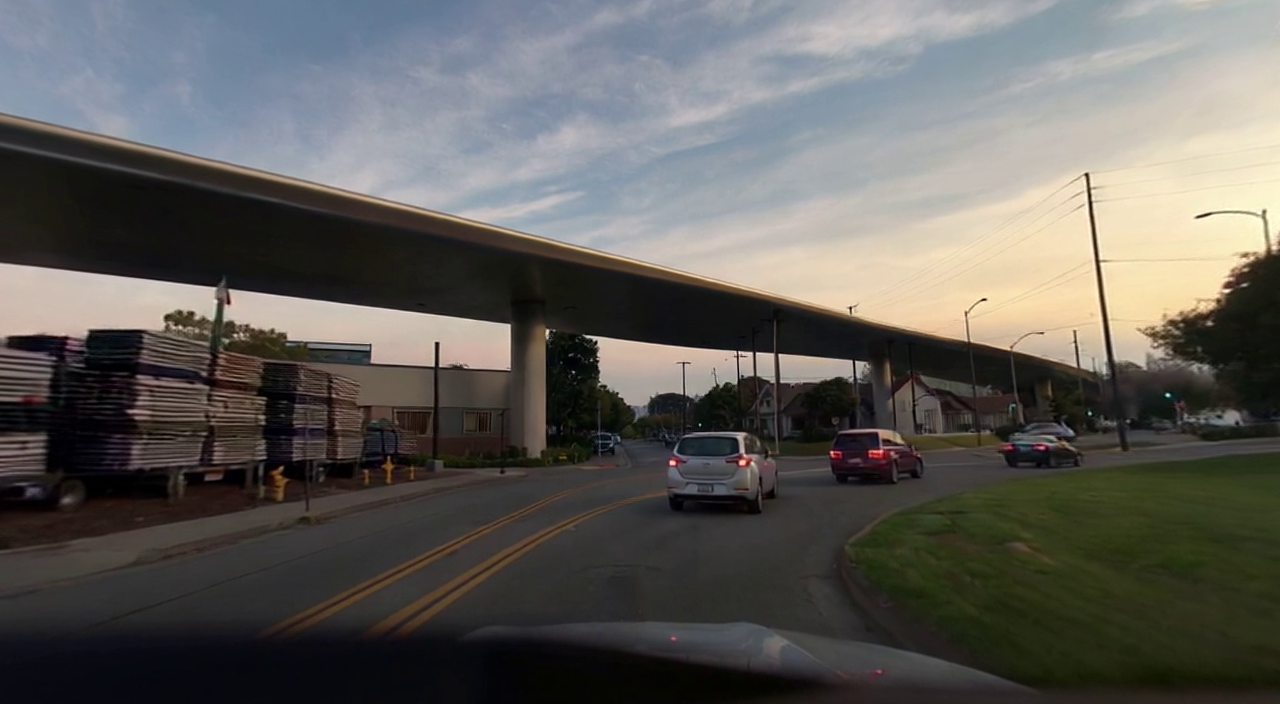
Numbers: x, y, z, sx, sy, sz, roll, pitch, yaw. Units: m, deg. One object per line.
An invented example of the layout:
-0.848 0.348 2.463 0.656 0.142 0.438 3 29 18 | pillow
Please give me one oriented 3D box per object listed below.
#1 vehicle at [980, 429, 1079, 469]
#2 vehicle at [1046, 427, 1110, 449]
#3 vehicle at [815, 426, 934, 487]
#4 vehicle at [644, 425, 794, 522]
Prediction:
18.775 4.662 30.438 4.310 1.762 1.995 4 -10 -27 | vehicle
33.729 6.667 48.626 4.444 1.611 1.901 4 -9 -25 | vehicle
8.312 3.598 22.161 2.241 1.885 4.771 -6 -10 41 | vehicle
1.821 2.390 12.995 2.087 1.578 4.652 -3 -9 19 | vehicle
